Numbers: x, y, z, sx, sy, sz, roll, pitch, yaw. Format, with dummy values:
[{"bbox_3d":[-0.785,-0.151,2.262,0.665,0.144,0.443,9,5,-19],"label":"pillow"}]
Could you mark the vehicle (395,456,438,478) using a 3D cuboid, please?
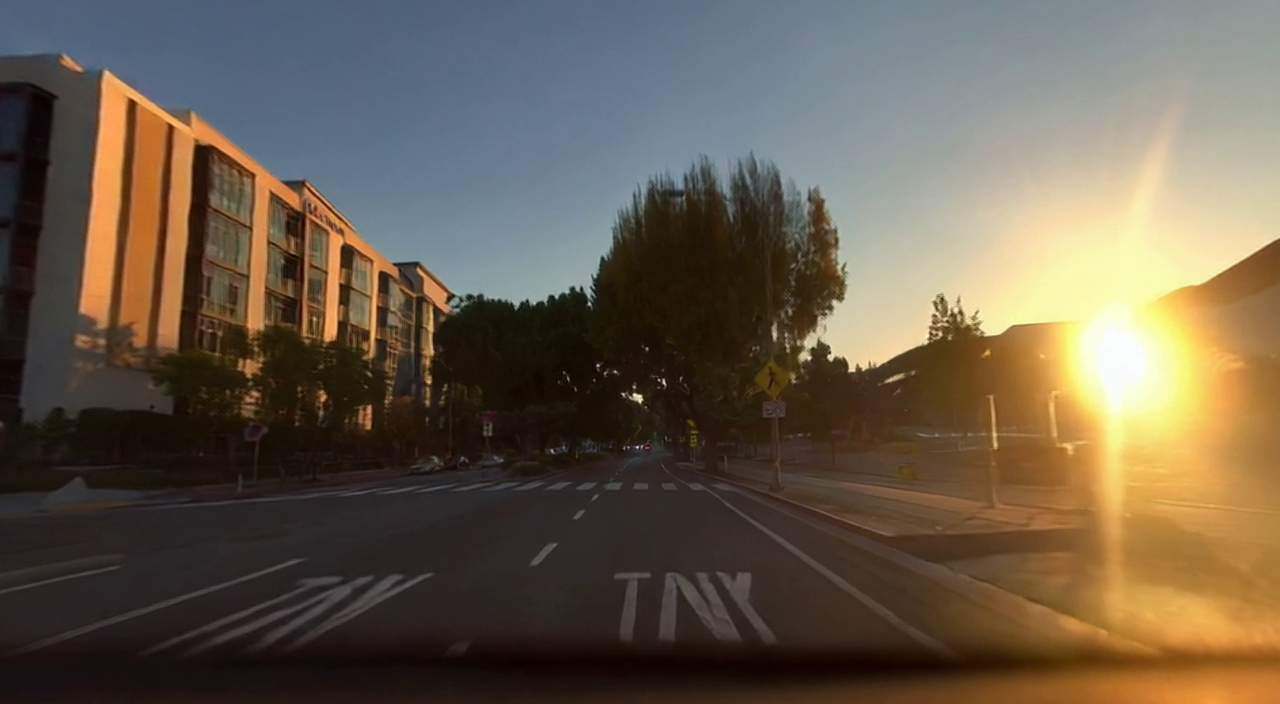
[{"bbox_3d":[-16.693,8.604,47.229,1.810,1.478,4.233,-3,-10,-1],"label":"vehicle"}]
